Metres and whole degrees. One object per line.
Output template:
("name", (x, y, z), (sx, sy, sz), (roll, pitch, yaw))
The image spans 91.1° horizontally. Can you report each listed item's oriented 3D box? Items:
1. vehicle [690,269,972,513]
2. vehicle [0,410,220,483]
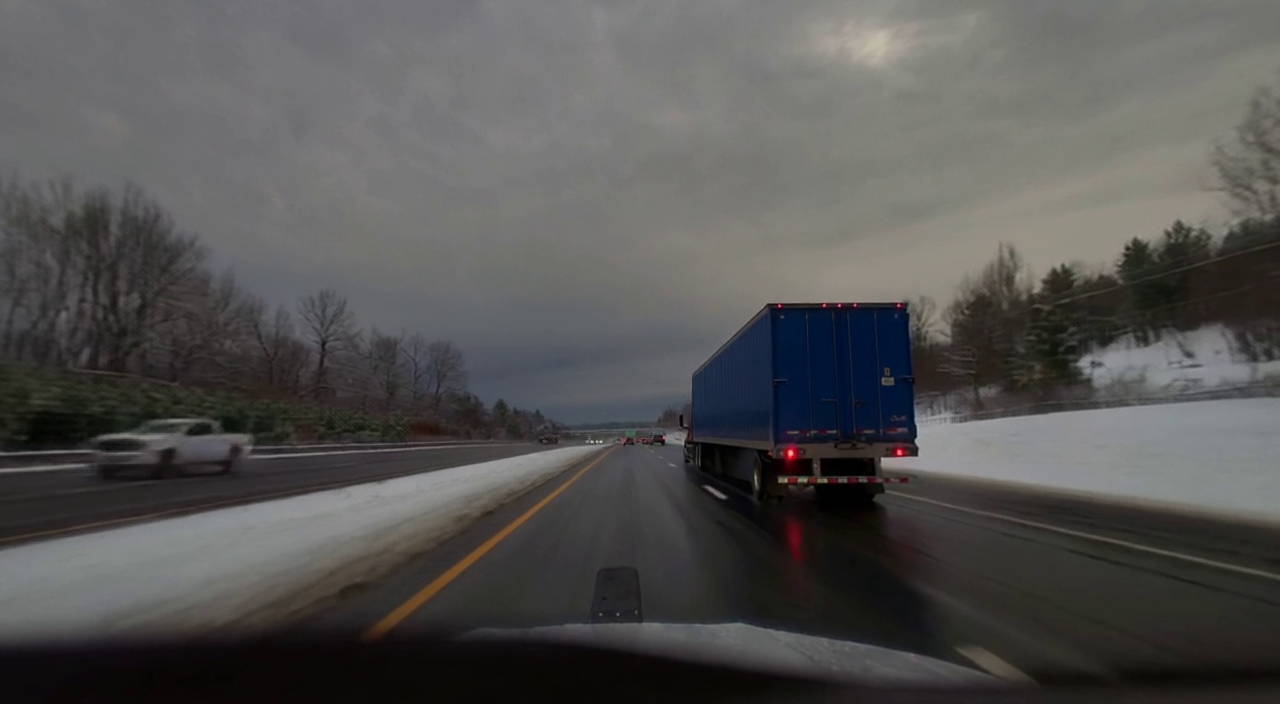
("vehicle", (3.952, 1.777, 19.459), (3.203, 4.273, 17.131), (0, -8, -1))
("vehicle", (-12.809, 2.322, 15.641), (1.878, 1.556, 4.128), (0, -8, 0))
